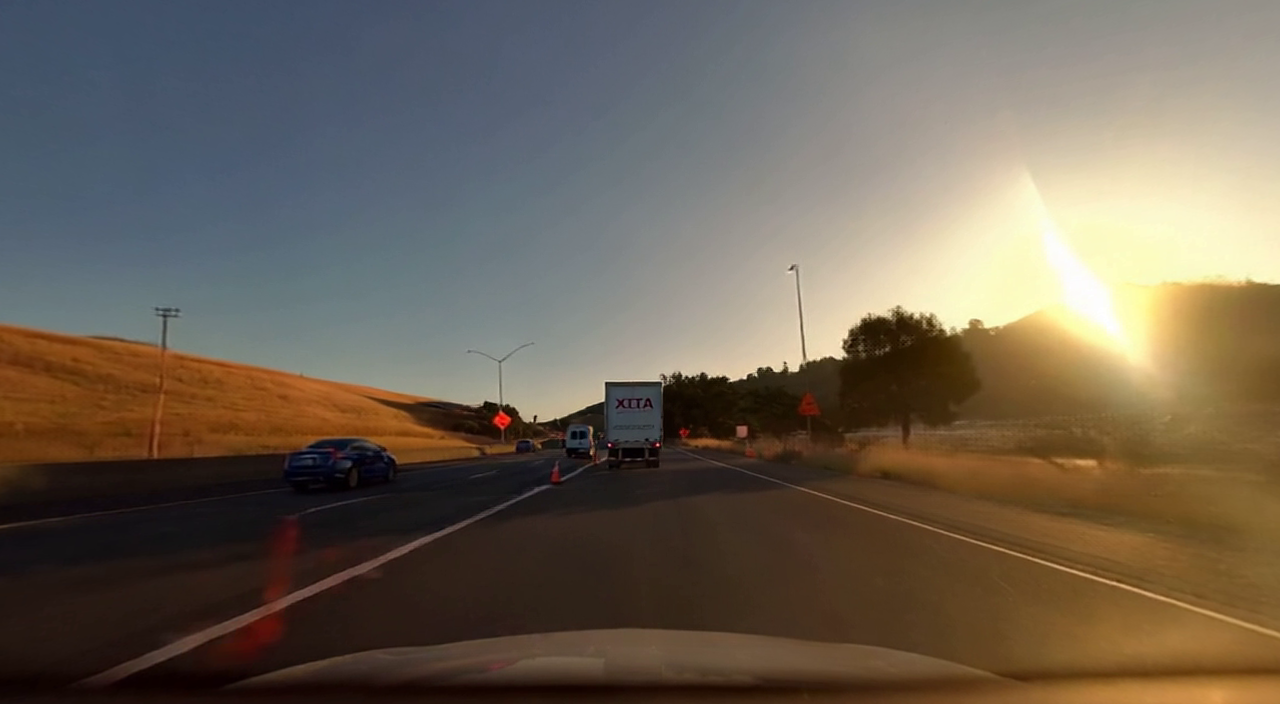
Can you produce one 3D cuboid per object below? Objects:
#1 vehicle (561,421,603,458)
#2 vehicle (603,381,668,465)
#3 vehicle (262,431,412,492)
[{"bbox_3d":[-4.323,6.763,48.303,2.469,2.615,5.874,0,-8,2],"label":"vehicle"},{"bbox_3d":[-0.228,4.314,35.641,3.183,4.011,9.617,-1,-11,0],"label":"vehicle"},{"bbox_3d":[-8.489,3.095,18.214,1.915,1.506,4.594,0,-8,2],"label":"vehicle"}]
